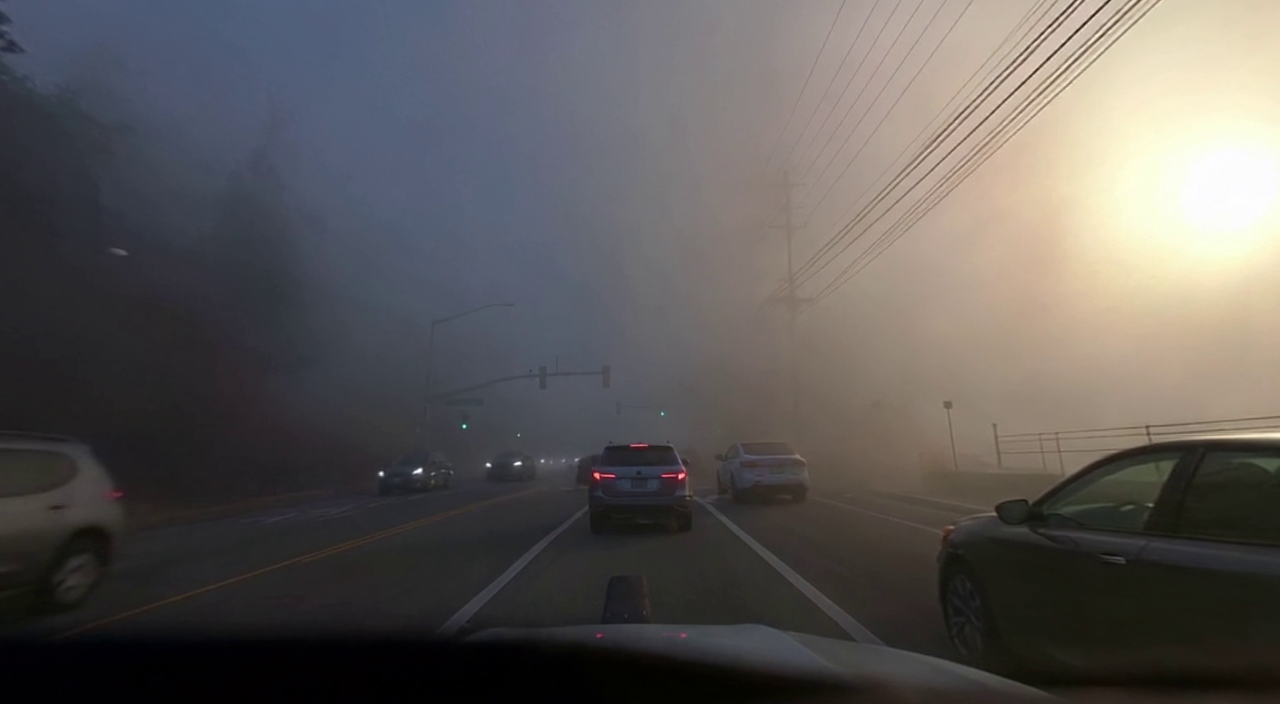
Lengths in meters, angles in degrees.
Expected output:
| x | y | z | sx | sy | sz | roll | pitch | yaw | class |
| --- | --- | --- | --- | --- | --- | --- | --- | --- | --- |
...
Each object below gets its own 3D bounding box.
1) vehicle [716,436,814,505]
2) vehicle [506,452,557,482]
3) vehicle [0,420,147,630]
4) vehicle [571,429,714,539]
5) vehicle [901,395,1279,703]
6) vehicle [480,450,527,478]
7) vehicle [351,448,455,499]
| x | y | z | sx | sy | sz | roll | pitch | yaw | class |
| --- | --- | --- | --- | --- | --- | --- | --- | --- | --- |
| 3.361 | 3.257 | 17.754 | 1.914 | 1.698 | 4.049 | 0 | -8 | 0 | vehicle |
| -5.916 | 6.313 | 34.831 | 1.974 | 1.466 | 4.427 | 0 | -8 | 1 | vehicle |
| -6.426 | 1.337 | 4.514 | 2.218 | 1.722 | 4.397 | 0 | -8 | -1 | vehicle |
| 0.055 | 2.342 | 11.805 | 2.200 | 1.653 | 4.127 | 0 | -8 | 1 | vehicle |
| 2.884 | 0.963 | 2.456 | 1.950 | 1.487 | 4.275 | 0 | -8 | 1 | vehicle |
| -9.636 | 7.912 | 44.846 | 2.188 | 1.836 | 4.877 | -1 | -8 | 1 | vehicle |
| -9.469 | 4.866 | 25.814 | 2.086 | 1.850 | 5.349 | -1 | -8 | 1 | vehicle |
